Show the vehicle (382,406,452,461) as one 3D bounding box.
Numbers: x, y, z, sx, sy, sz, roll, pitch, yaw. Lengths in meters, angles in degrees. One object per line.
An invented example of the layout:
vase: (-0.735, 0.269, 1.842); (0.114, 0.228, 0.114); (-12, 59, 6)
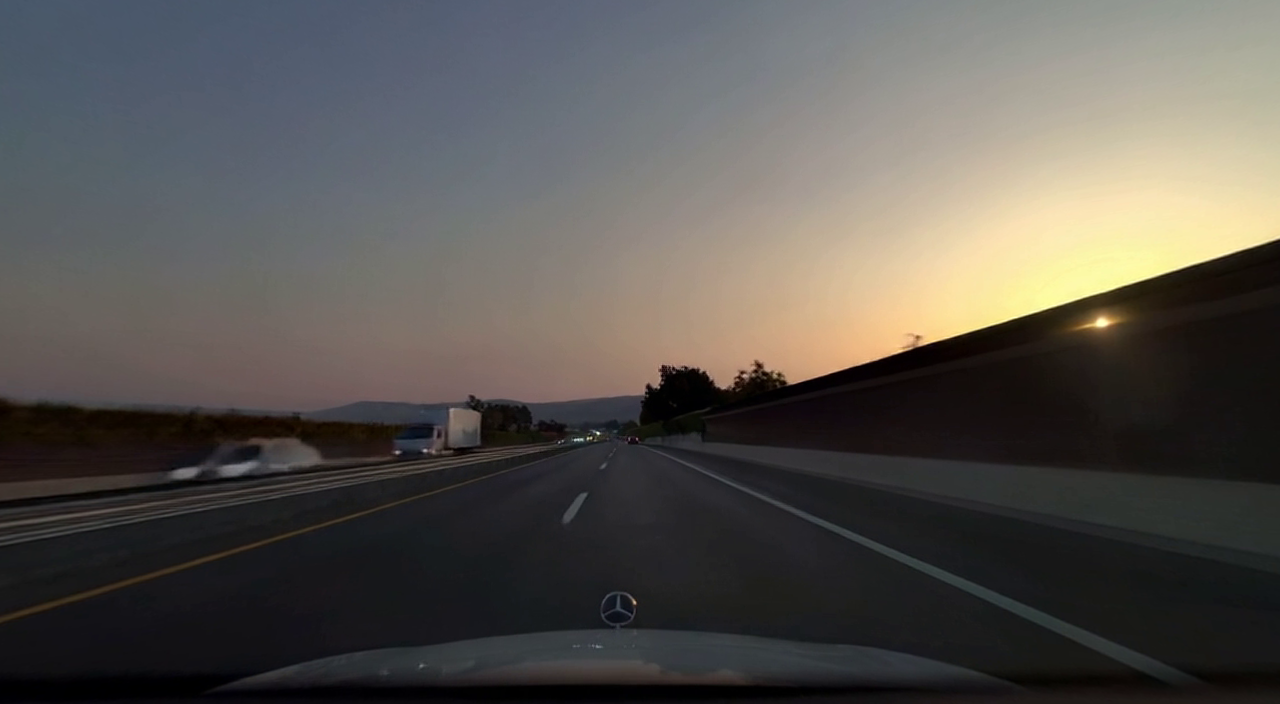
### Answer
vehicle: (-17.024, 6.304, 48.681); (3.068, 3.877, 6.541); (0, -8, -1)

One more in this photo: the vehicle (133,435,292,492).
vehicle: (-12.046, 3.120, 18.141); (1.934, 1.441, 3.930); (0, -8, -3)
